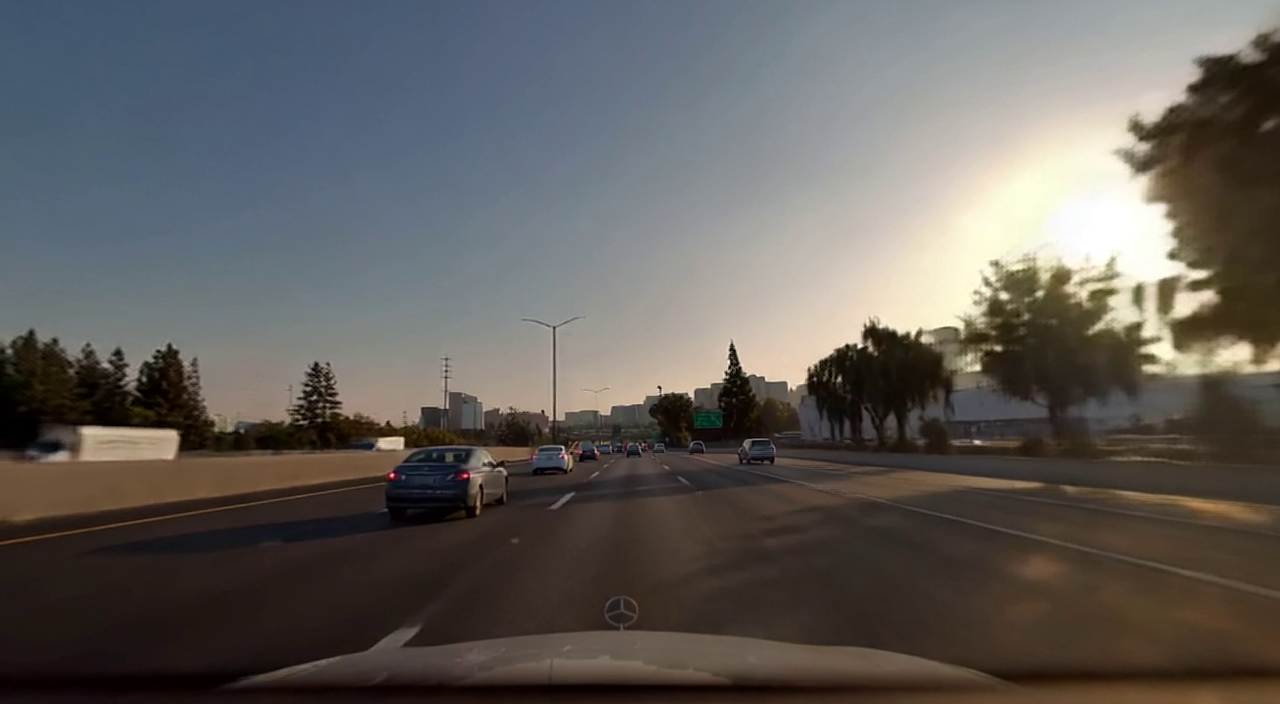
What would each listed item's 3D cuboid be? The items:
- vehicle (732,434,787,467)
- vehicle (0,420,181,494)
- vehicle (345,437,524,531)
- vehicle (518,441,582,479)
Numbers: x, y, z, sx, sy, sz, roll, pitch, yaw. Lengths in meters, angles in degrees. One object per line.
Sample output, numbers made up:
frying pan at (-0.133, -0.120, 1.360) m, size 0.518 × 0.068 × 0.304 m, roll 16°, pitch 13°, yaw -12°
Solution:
vehicle at (6.863, 5.741, 36.737) m, size 2.147 × 1.769 × 4.666 m, roll 0°, pitch -9°, yaw -2°
vehicle at (-35.683, 6.728, 41.119) m, size 3.017 × 4.115 × 11.213 m, roll 0°, pitch -9°, yaw 0°
vehicle at (-3.595, 2.386, 12.010) m, size 1.959 × 1.433 × 4.291 m, roll 0°, pitch -9°, yaw 0°
vehicle at (-3.792, 4.662, 27.553) m, size 2.047 × 1.469 × 4.614 m, roll -1°, pitch -9°, yaw 1°
